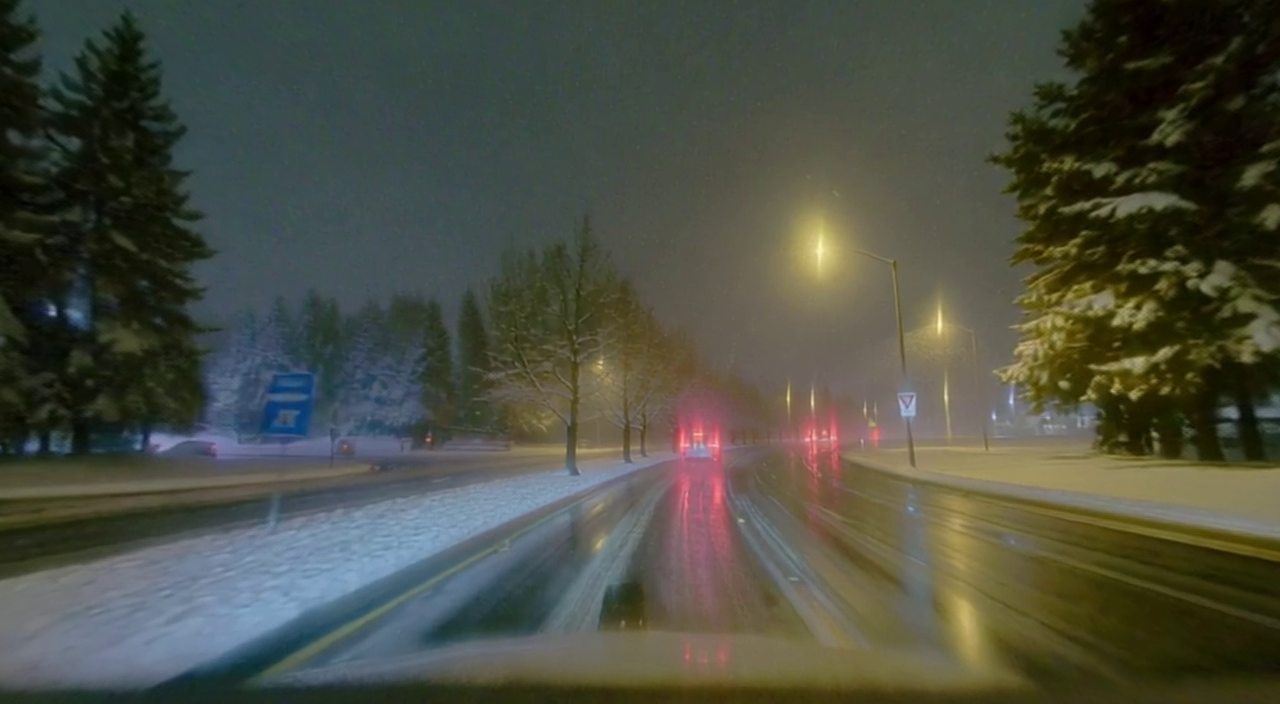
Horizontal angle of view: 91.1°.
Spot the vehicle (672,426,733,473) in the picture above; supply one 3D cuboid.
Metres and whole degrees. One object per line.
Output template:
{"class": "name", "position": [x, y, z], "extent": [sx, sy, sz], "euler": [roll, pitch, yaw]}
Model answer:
{"class": "vehicle", "position": [3.003, 4.483, 29.001], "extent": [2.371, 1.926, 5.615], "euler": [-1, -9, 10]}

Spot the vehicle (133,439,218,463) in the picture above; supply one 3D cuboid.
{"class": "vehicle", "position": [-35.999, 7.680, 48.778], "extent": [4.636, 1.790, 2.178], "euler": [2, -9, -13]}
